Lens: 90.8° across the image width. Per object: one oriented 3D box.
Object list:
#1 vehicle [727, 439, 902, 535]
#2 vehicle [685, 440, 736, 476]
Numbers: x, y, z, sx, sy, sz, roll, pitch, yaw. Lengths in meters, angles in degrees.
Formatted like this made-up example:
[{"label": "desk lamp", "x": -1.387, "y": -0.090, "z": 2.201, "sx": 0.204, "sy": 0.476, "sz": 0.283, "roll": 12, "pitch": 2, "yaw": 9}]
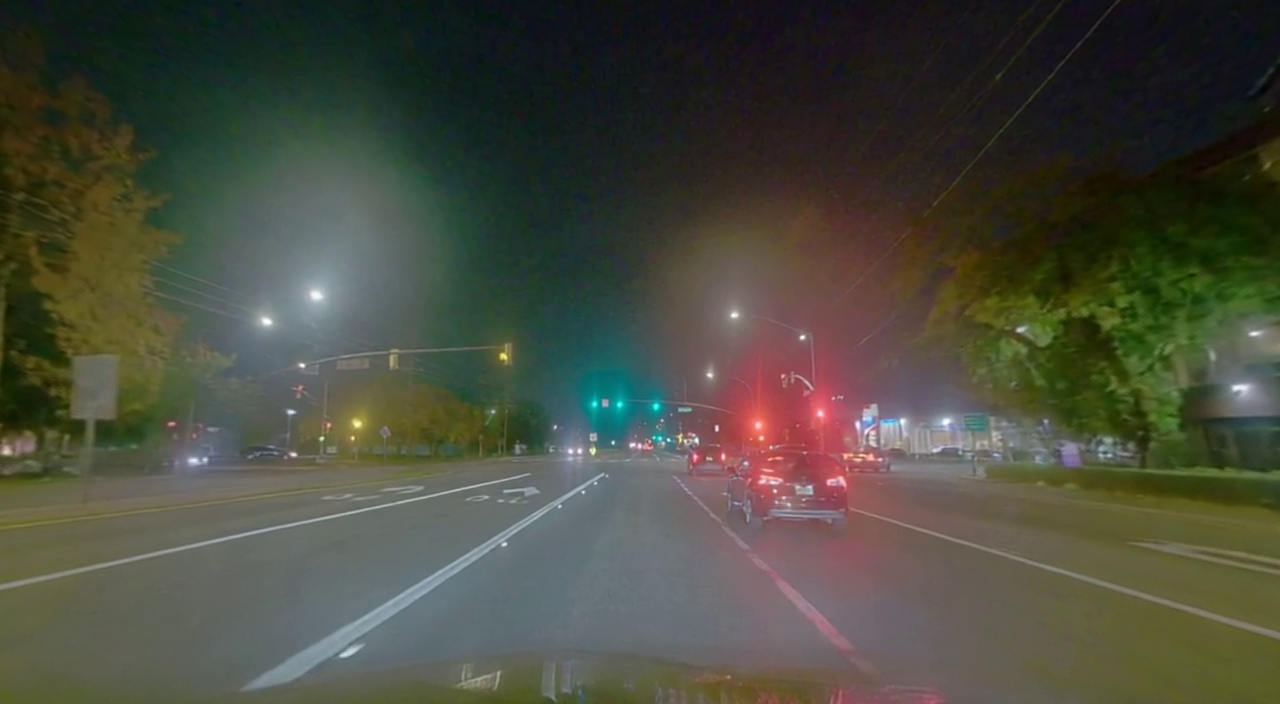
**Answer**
[{"label": "vehicle", "x": 3.004, "y": 2.407, "z": 11.988, "sx": 2.004, "sy": 1.455, "sz": 4.417, "roll": 0, "pitch": -8, "yaw": -1}, {"label": "vehicle", "x": 3.489, "y": 5.370, "z": 32.226, "sx": 2.128, "sy": 1.699, "sz": 4.222, "roll": 0, "pitch": -8, "yaw": 0}]
